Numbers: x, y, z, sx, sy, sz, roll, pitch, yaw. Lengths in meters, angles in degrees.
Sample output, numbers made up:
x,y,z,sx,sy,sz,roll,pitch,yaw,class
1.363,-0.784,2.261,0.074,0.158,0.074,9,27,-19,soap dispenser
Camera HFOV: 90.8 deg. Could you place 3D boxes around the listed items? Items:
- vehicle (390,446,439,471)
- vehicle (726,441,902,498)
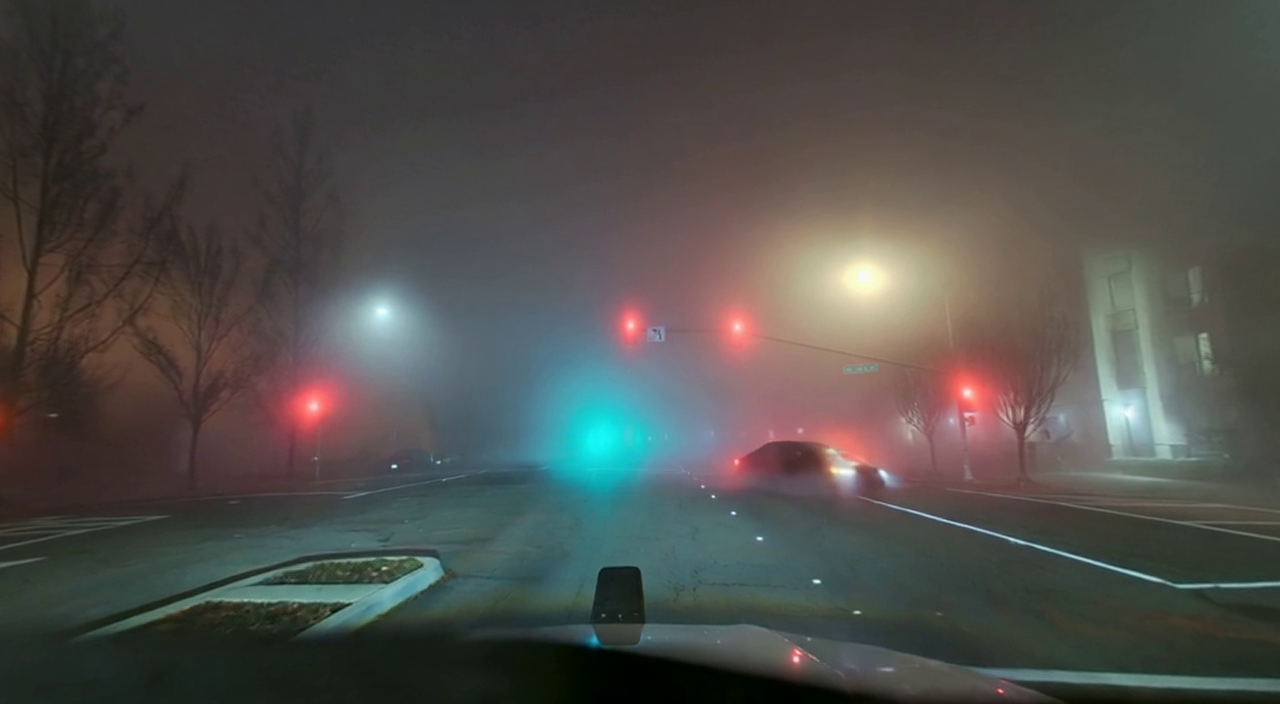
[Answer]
x,y,z,sx,sy,sz,roll,pitch,yaw,class
-16.495,7.809,46.442,2.075,1.708,4.335,0,-8,-1,vehicle
4.961,3.387,18.677,1.933,1.460,4.683,7,-11,-40,vehicle
